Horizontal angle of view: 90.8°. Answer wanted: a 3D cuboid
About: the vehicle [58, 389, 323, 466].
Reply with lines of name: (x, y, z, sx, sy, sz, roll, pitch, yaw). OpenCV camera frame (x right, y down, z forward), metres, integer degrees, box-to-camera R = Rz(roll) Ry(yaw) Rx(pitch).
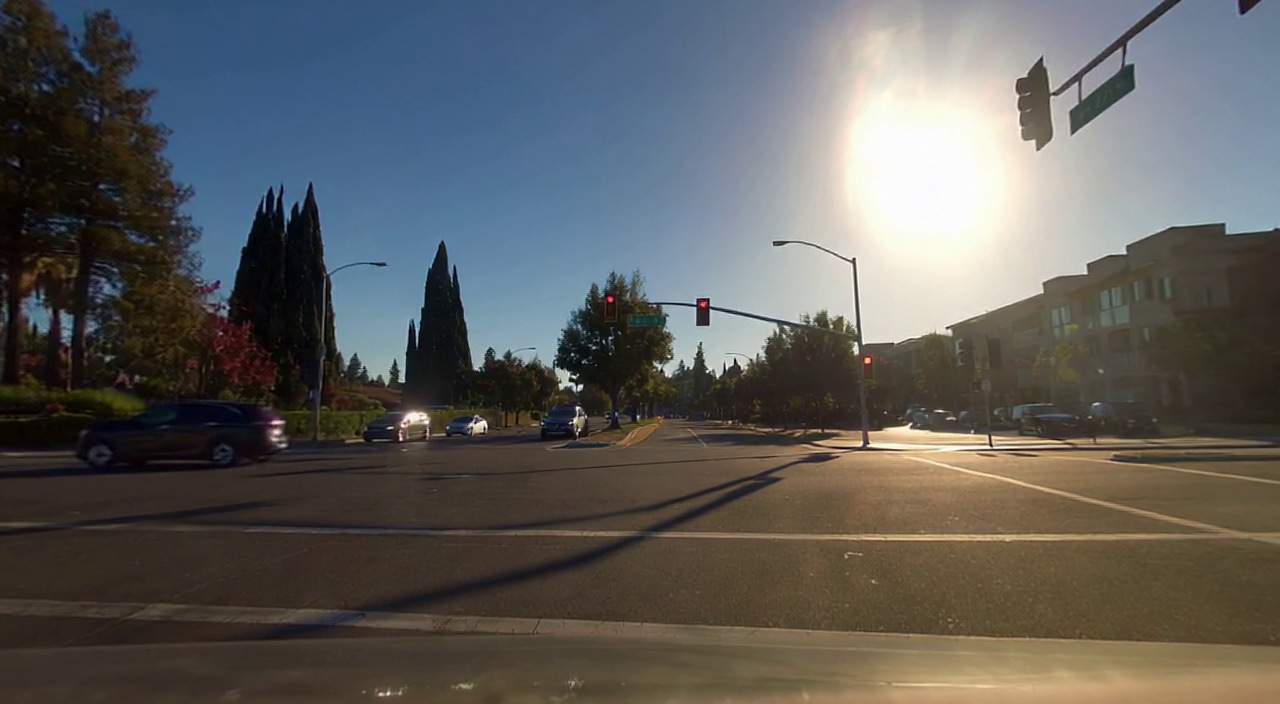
vehicle: (-11.713, 2.028, 16.767, 5.383, 1.870, 2.203, -1, -9, 3)

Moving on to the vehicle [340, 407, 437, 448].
vehicle: (-12.617, 3.923, 32.177, 2.340, 1.902, 4.920, -2, -9, 9)

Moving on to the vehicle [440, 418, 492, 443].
vehicle: (-11.248, 5.141, 41.159, 1.899, 1.510, 4.294, -1, -9, 3)

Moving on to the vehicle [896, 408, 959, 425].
vehicle: (22.010, 4.965, 48.459, 3.933, 1.219, 1.700, -1, -9, 3)

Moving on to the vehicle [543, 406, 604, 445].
vehicle: (-3.448, 4.043, 33.895, 2.306, 1.907, 5.382, -1, -9, 4)
